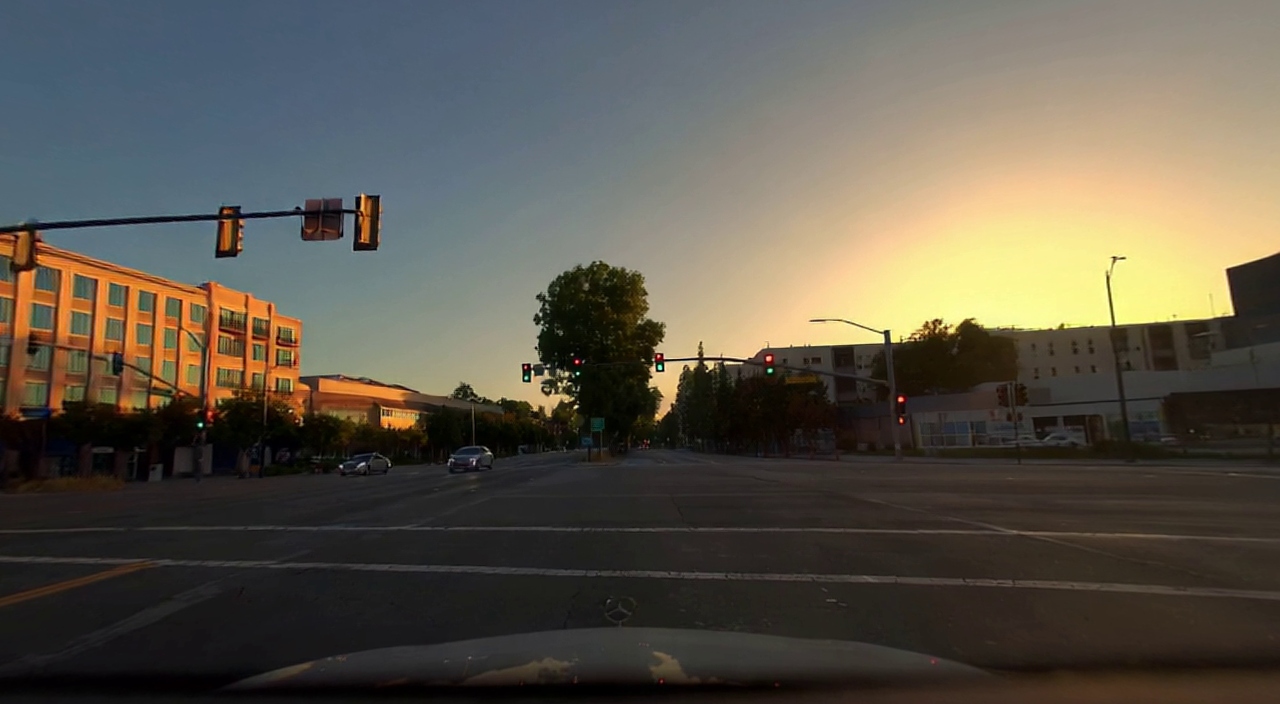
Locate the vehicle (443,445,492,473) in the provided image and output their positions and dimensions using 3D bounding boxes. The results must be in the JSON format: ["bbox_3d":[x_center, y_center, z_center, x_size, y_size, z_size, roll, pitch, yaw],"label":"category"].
[{"bbox_3d":[-12.165,7.566,44.819,2.151,1.847,4.634,0,-9,0],"label":"vehicle"}]

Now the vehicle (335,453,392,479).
[{"bbox_3d":[-18.853,7.746,43.240,1.933,1.664,4.255,0,-9,1],"label":"vehicle"}]
